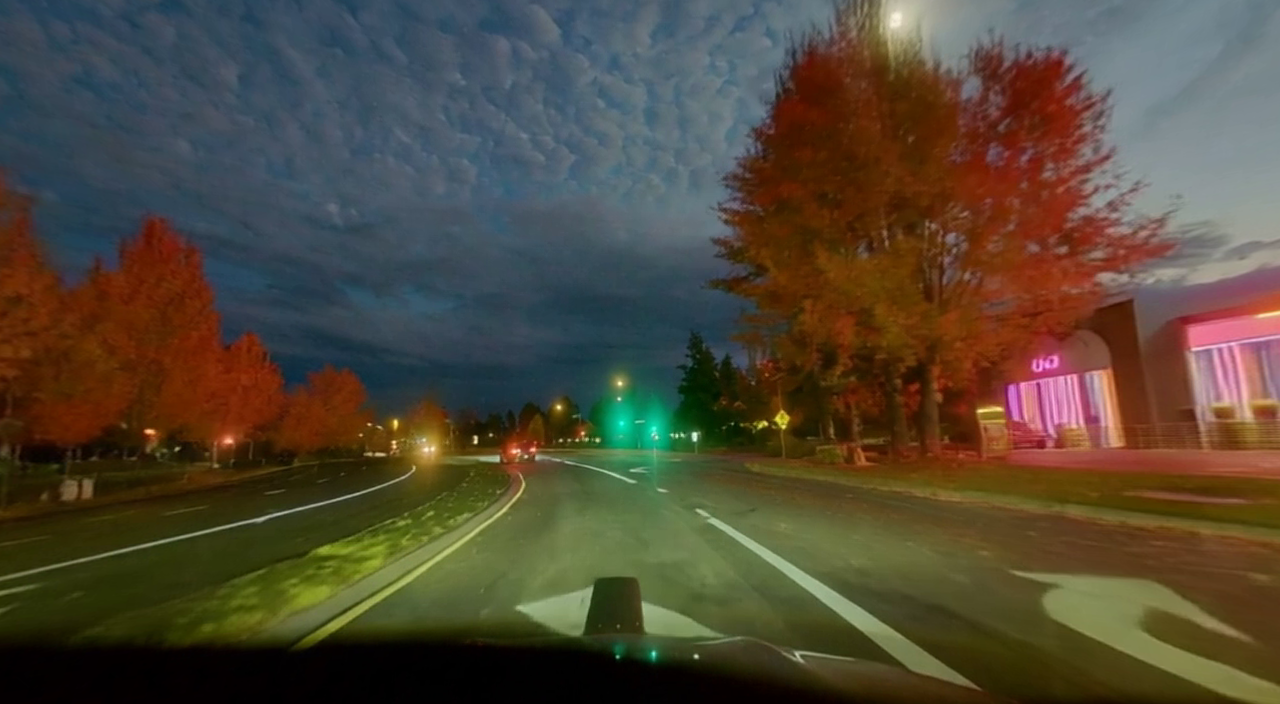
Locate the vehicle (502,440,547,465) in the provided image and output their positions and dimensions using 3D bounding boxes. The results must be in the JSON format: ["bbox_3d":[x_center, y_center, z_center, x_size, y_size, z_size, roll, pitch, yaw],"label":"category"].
[{"bbox_3d":[-7.582,6.533,41.080,2.018,1.512,4.304,3,-9,-22],"label":"vehicle"}]
